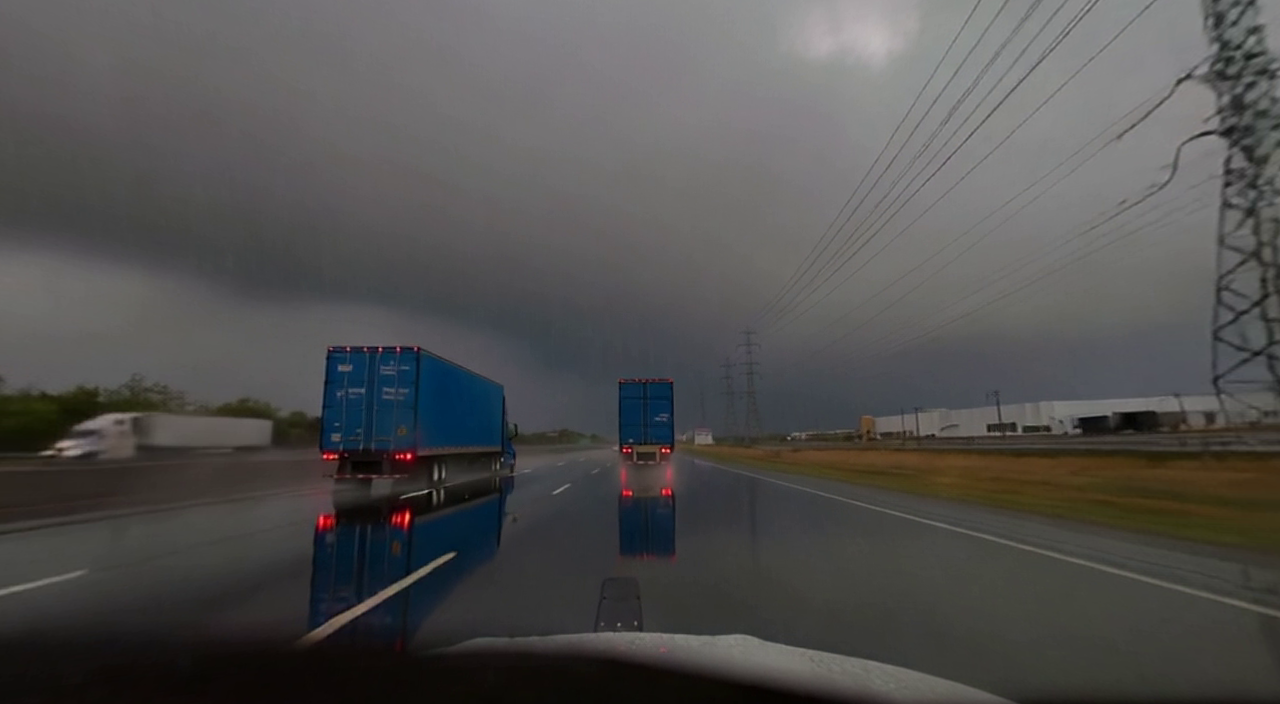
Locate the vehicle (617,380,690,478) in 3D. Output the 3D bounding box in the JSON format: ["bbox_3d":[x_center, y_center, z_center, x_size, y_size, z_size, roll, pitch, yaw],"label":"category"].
[{"bbox_3d":[0.485,3.799,30.149,2.858,3.847,10.034,0,-9,-1],"label":"vehicle"}]

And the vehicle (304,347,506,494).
[{"bbox_3d":[-7.547,2.652,22.830,2.937,3.981,11.119,-1,-8,0],"label":"vehicle"}]
